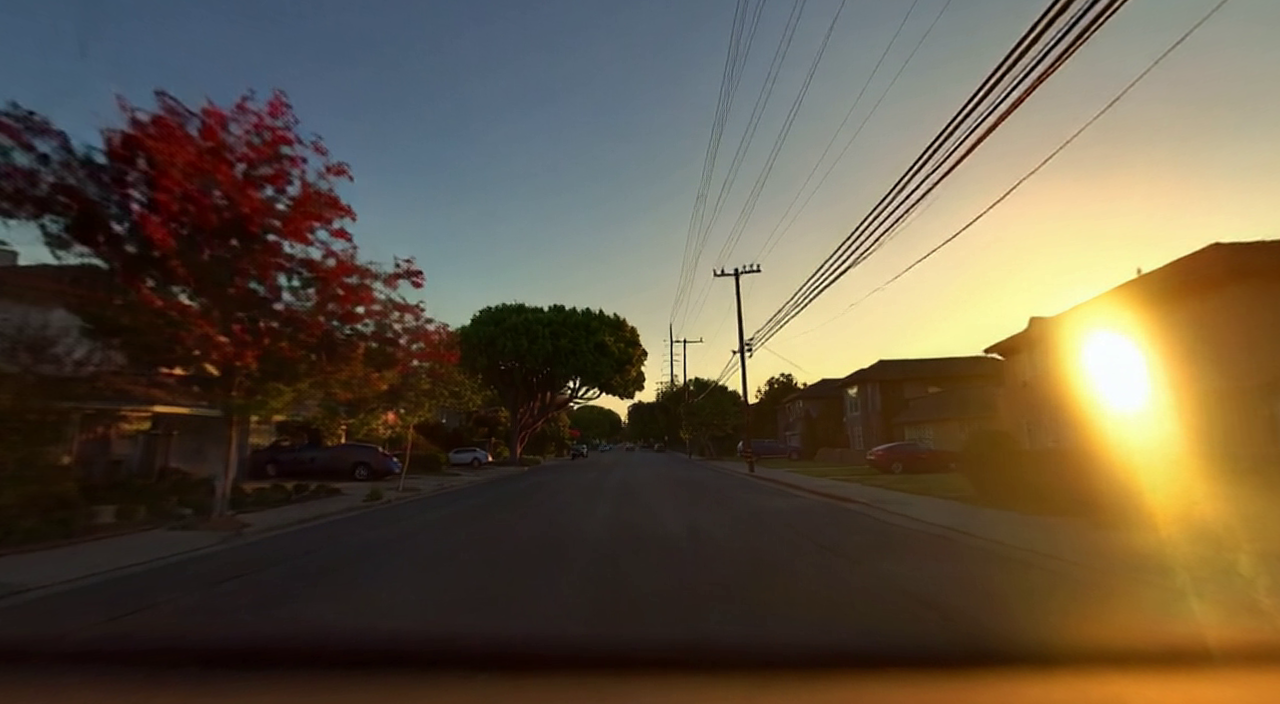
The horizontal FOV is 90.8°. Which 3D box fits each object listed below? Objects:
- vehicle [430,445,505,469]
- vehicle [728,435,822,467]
[{"bbox_3d":[-11.159,6.807,41.133,4.371,1.482,1.954,0,-9,-2],"label":"vehicle"},{"bbox_3d":[9.308,6.894,44.024,5.890,1.896,2.459,-2,-9,-3],"label":"vehicle"}]
